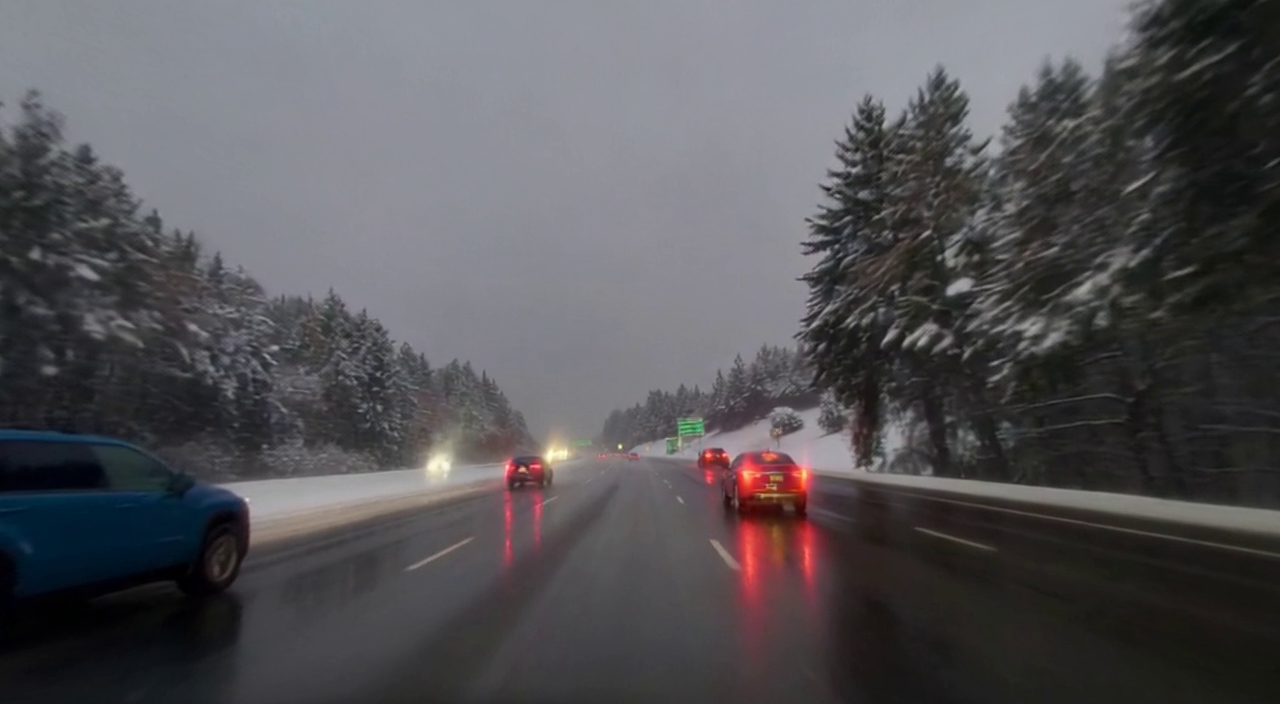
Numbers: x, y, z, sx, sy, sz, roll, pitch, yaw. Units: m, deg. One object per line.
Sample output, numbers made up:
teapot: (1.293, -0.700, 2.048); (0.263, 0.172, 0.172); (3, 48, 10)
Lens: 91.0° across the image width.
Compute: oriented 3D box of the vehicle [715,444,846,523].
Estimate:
vehicle: (3.089, 3.012, 14.939); (2.120, 1.572, 4.344); (0, -9, 0)

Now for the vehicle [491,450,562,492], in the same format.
vehicle: (-4.390, 4.690, 25.110); (2.009, 1.488, 4.289); (0, -9, 0)

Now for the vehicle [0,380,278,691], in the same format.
vehicle: (-4.666, 1.116, 4.025); (2.079, 1.745, 4.281); (0, -9, 1)
